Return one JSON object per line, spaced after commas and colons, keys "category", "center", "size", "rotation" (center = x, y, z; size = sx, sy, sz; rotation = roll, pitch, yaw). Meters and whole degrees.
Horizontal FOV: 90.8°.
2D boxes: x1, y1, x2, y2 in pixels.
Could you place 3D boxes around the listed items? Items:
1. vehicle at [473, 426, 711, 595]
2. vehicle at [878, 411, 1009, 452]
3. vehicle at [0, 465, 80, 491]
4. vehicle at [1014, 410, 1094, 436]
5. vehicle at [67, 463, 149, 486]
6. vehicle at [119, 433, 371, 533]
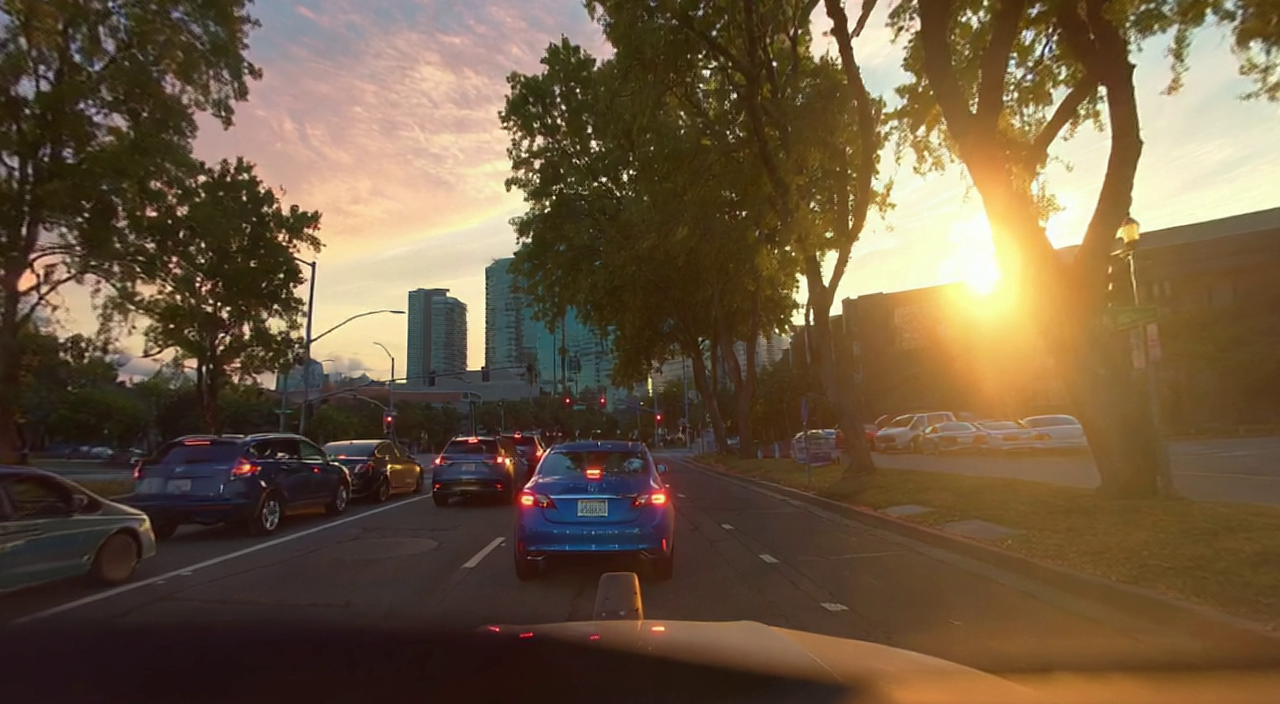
{"category": "vehicle", "center": [-0.415, 1.708, 7.633], "size": [2.104, 1.472, 3.946], "rotation": [0, -9, 0]}
{"category": "vehicle", "center": [13.931, 3.700, 29.221], "size": [4.975, 1.809, 1.956], "rotation": [0, -9, 1]}
{"category": "vehicle", "center": [-36.616, 7.553, 37.954], "size": [4.093, 1.440, 1.804], "rotation": [0, -9, -2]}
{"category": "vehicle", "center": [30.301, 5.255, 46.420], "size": [4.627, 1.671, 1.929], "rotation": [-5, -10, 29]}
{"category": "vehicle", "center": [-36.418, 8.393, 43.290], "size": [3.918, 1.423, 1.861], "rotation": [-1, -9, 2]}
{"category": "vehicle", "center": [-7.275, 2.433, 12.344], "size": [2.096, 1.593, 4.288], "rotation": [0, -9, 0]}
